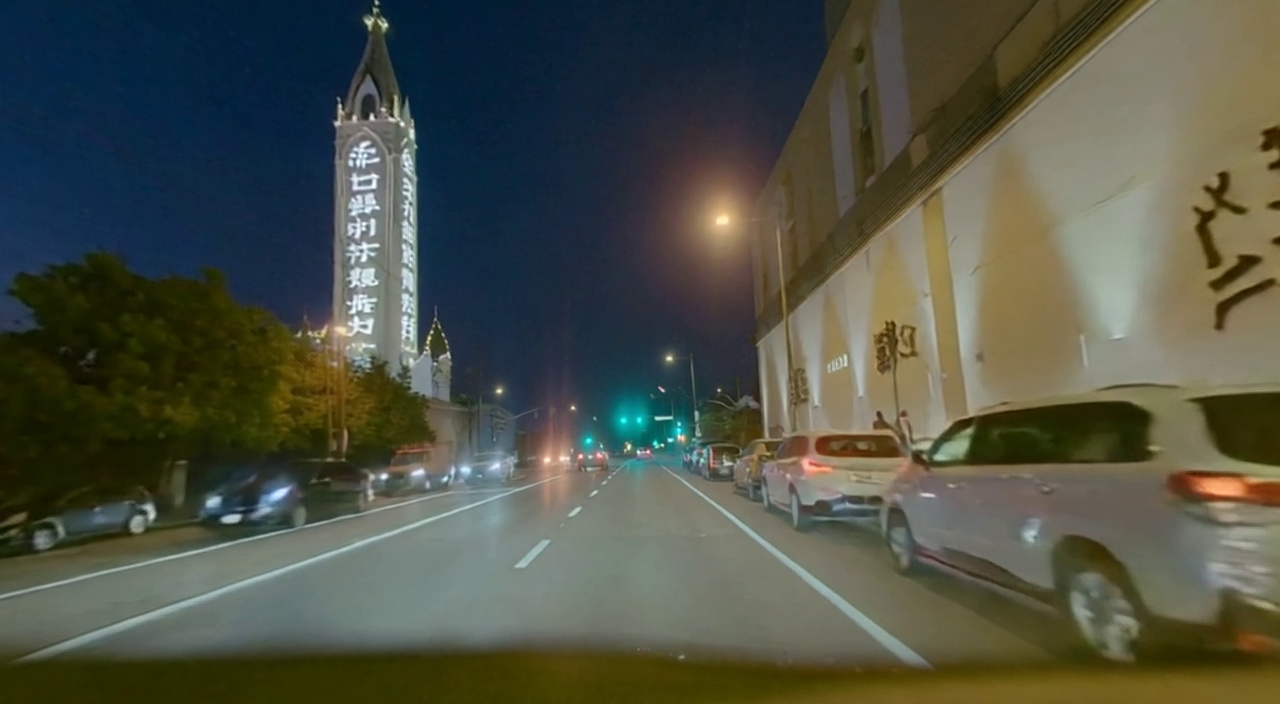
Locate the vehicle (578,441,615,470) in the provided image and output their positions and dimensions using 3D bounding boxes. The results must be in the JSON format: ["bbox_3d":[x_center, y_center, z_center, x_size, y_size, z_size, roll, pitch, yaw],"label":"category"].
[{"bbox_3d":[-3.098,7.530,46.222,2.293,1.936,4.737,0,-8,1],"label":"vehicle"}]

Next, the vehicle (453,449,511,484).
[{"bbox_3d":[-8.926,6.452,36.042,2.078,1.810,4.568,0,-9,1],"label":"vehicle"}]

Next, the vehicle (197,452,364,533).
[{"bbox_3d":[-8.915,3.465,16.163,1.842,1.735,4.066,0,-9,0],"label":"vehicle"}]

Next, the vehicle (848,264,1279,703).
[{"bbox_3d":[3.452,1.010,4.622,2.124,1.975,5.131,0,-8,0],"label":"vehicle"}]

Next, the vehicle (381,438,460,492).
[{"bbox_3d":[-12.225,6.302,35.713,2.410,2.733,5.630,0,-8,0],"label":"vehicle"}]

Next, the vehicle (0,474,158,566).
[{"bbox_3d":[-15.469,4.222,16.436,2.014,1.846,4.920,0,-8,-1],"label":"vehicle"}]
